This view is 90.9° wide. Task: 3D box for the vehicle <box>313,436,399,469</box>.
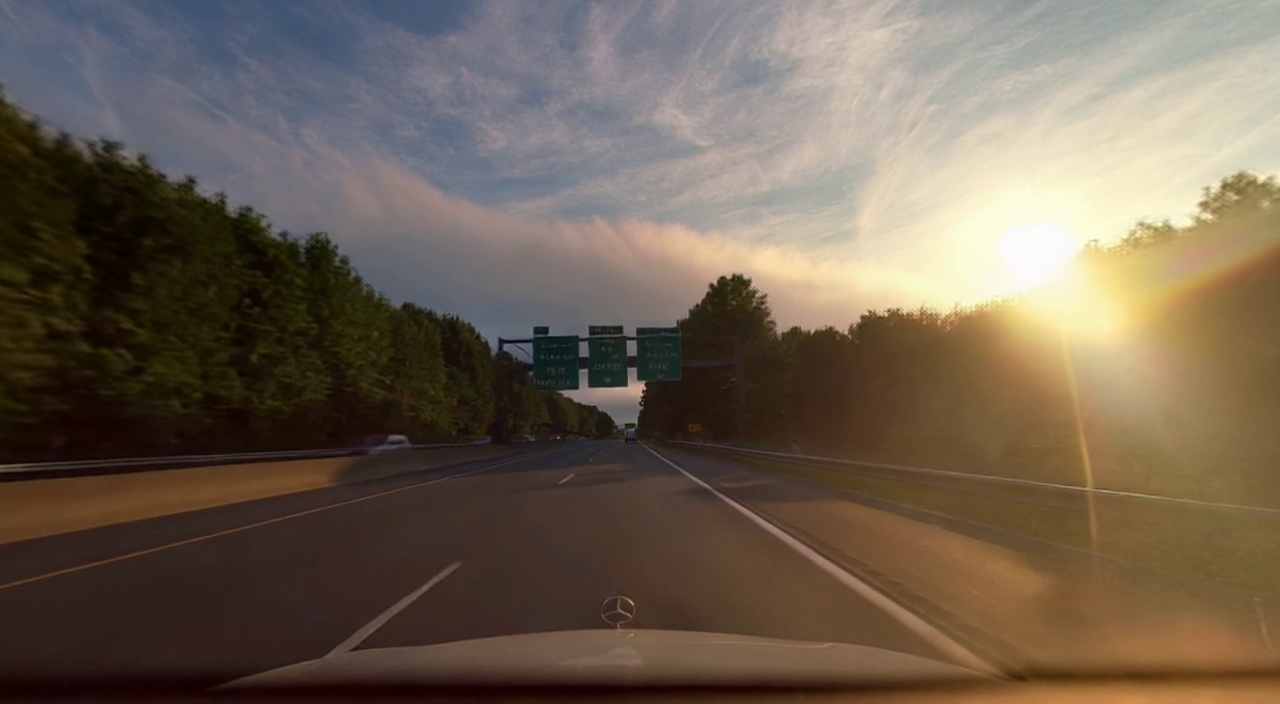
[{"bbox_3d":[-13.306,4.710,29.873,1.967,1.441,4.536,0,-8,0],"label":"vehicle"}]
